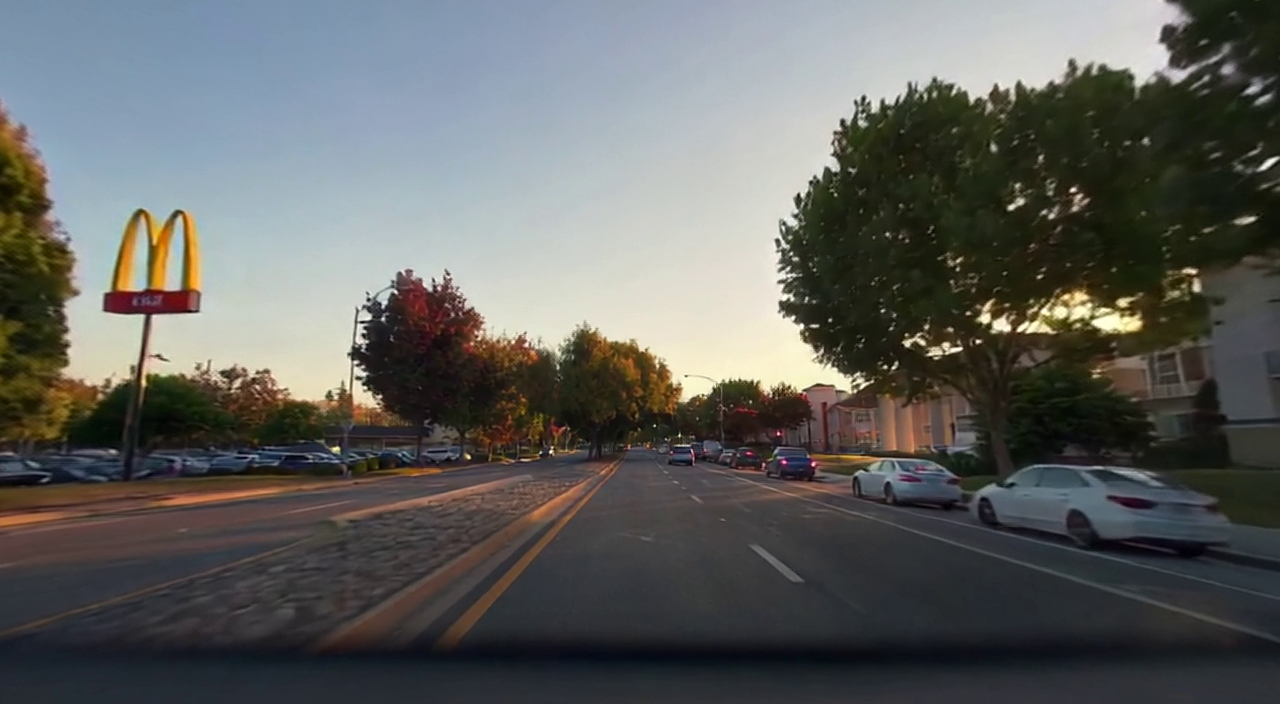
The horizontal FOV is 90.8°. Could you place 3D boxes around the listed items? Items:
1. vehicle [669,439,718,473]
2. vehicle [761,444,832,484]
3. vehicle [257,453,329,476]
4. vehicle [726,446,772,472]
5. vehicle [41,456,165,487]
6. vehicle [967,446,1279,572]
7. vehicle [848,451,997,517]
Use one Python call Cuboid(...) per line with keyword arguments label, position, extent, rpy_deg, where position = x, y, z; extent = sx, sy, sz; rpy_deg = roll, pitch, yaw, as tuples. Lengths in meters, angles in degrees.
Cuboid(label="vehicle", position=(3.045, 6.024, 36.881), extent=(2.293, 1.814, 4.589), rpy_deg=(0, -8, -2))
Cuboid(label="vehicle", position=(7.124, 5.130, 29.255), extent=(1.994, 1.691, 4.472), rpy_deg=(0, -8, -2))
Cuboid(label="vehicle", position=(-23.844, 7.706, 43.587), extent=(1.768, 1.429, 4.423), rpy_deg=(-2, -8, 13))
Cuboid(label="vehicle", position=(7.234, 7.114, 42.371), extent=(1.951, 1.601, 5.147), rpy_deg=(0, -8, -2))
Cuboid(label="vehicle", position=(-29.603, 6.572, 35.057), extent=(4.702, 1.535, 2.292), rpy_deg=(4, -9, -26))
Cuboid(label="vehicle", position=(7.207, 2.273, 10.006), extent=(1.812, 1.548, 4.021), rpy_deg=(0, -8, -1))
Cuboid(label="vehicle", position=(7.239, 3.381, 16.786), extent=(1.852, 1.448, 4.446), rpy_deg=(0, -8, -1))
